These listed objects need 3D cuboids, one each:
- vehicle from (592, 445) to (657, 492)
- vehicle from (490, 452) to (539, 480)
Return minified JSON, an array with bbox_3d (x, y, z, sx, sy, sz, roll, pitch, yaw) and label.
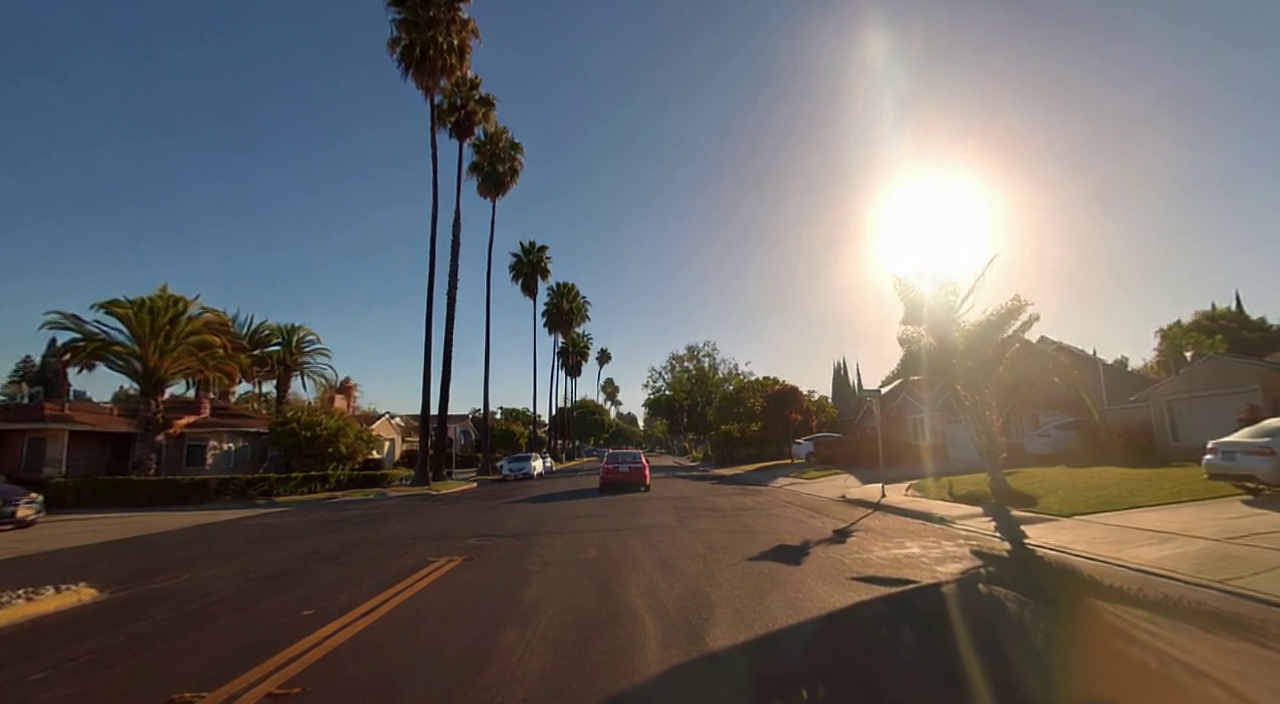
[{"bbox_3d":[-0.522,4.113,22.568,2.098,1.483,4.099,0,-9,-1],"label":"vehicle"},{"bbox_3d":[-7.905,7.200,40.179,2.069,1.441,4.368,-3,-7,2],"label":"vehicle"}]
